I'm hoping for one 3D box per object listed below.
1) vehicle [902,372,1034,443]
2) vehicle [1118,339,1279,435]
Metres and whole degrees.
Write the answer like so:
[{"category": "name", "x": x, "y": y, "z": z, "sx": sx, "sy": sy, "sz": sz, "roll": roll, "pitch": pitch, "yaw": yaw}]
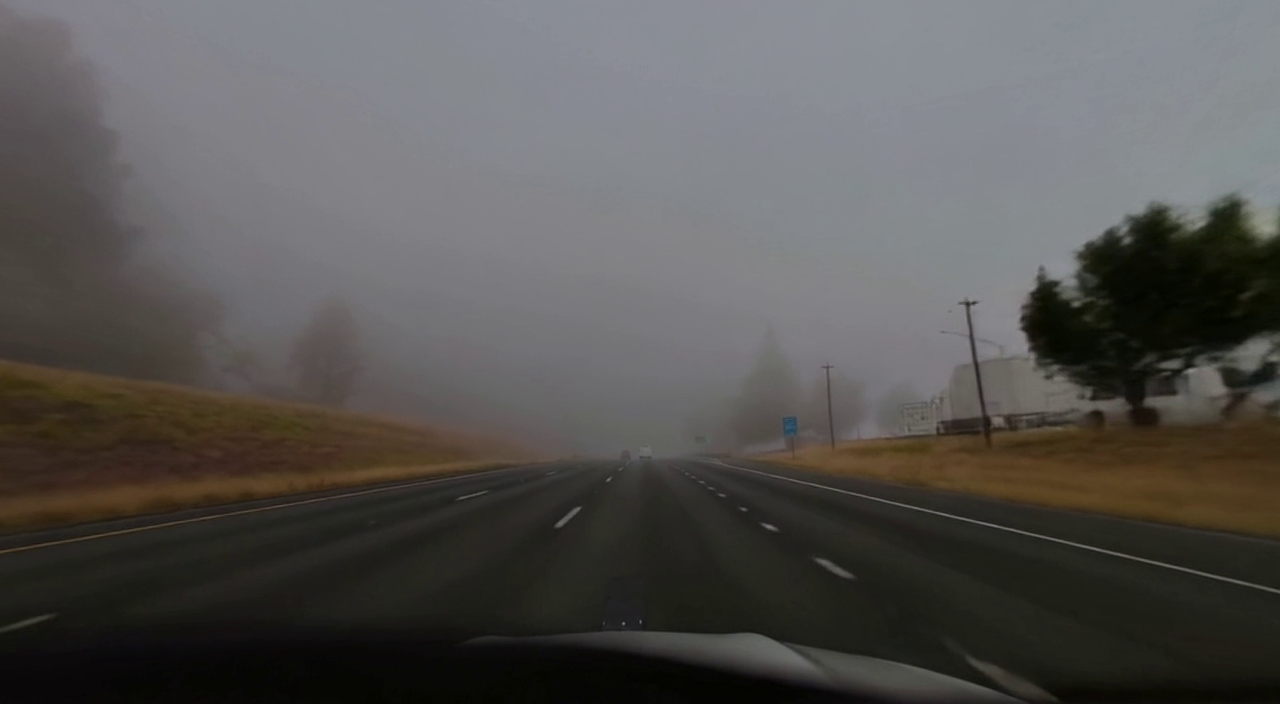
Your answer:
[{"category": "vehicle", "x": 17.195, "y": 3.162, "z": 33.850, "sx": 2.821, "sy": 3.355, "sz": 7.583, "roll": 0, "pitch": -8, "yaw": -1}, {"category": "vehicle", "x": 24.786, "y": 1.723, "z": 26.291, "sx": 3.216, "sy": 3.341, "sz": 8.290, "roll": 0, "pitch": -8, "yaw": 1}]
